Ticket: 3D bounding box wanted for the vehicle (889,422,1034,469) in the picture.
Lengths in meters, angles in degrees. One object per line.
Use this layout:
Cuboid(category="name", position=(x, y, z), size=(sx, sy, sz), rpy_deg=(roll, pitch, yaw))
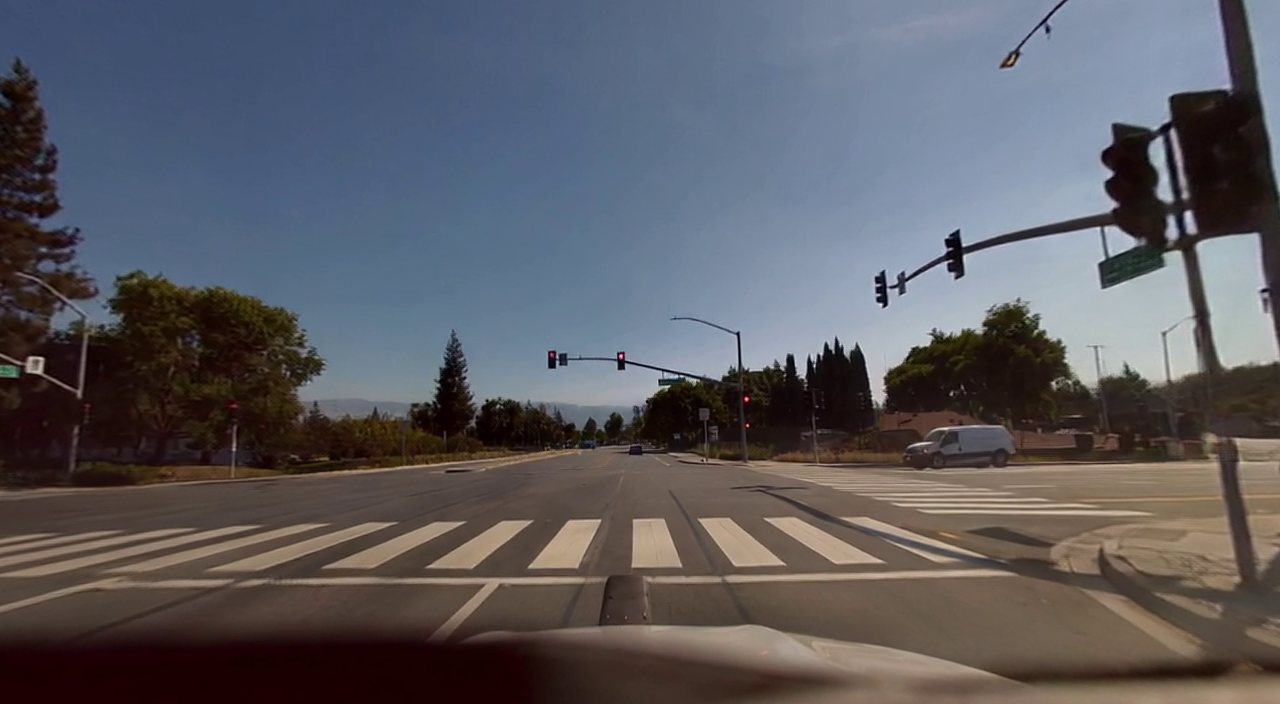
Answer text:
Cuboid(category="vehicle", position=(12.964, 3.802, 25.636), size=(4.790, 1.798, 1.909), rpy_deg=(0, -8, 1))
